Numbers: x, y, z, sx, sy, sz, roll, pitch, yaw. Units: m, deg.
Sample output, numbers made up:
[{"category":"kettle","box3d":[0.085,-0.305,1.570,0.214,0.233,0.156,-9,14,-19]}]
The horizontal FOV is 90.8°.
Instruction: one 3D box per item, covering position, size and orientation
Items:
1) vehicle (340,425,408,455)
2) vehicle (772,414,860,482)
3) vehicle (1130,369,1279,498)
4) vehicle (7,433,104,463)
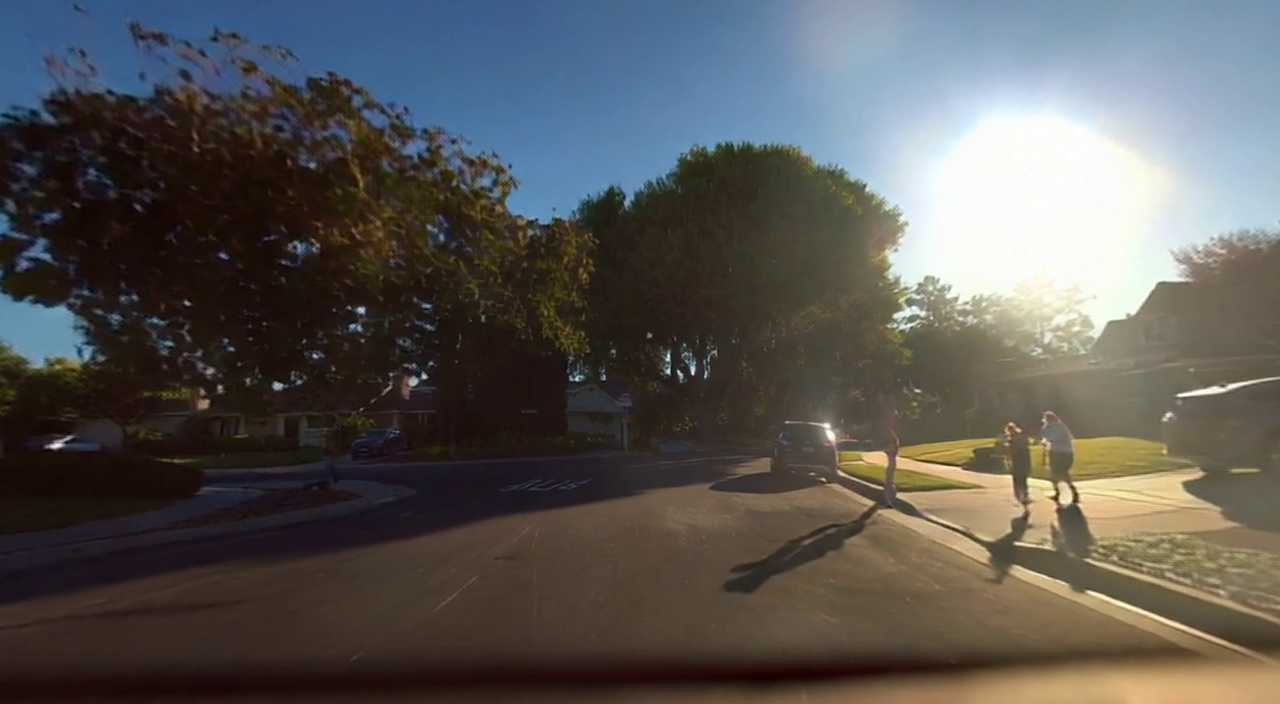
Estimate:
[{"category":"vehicle","box3d":[-17.076,5.680,40.769,2.021,1.798,4.491,-1,-8,6]},{"category":"vehicle","box3d":[5.009,2.796,18.592,2.053,1.737,4.375,-2,-8,10]},{"category":"vehicle","box3d":[11.146,1.083,10.007,4.780,1.765,2.103,-6,-9,2]},{"category":"vehicle","box3d":[-39.025,6.410,42.378,2.206,1.858,4.918,1,-7,-8]}]
